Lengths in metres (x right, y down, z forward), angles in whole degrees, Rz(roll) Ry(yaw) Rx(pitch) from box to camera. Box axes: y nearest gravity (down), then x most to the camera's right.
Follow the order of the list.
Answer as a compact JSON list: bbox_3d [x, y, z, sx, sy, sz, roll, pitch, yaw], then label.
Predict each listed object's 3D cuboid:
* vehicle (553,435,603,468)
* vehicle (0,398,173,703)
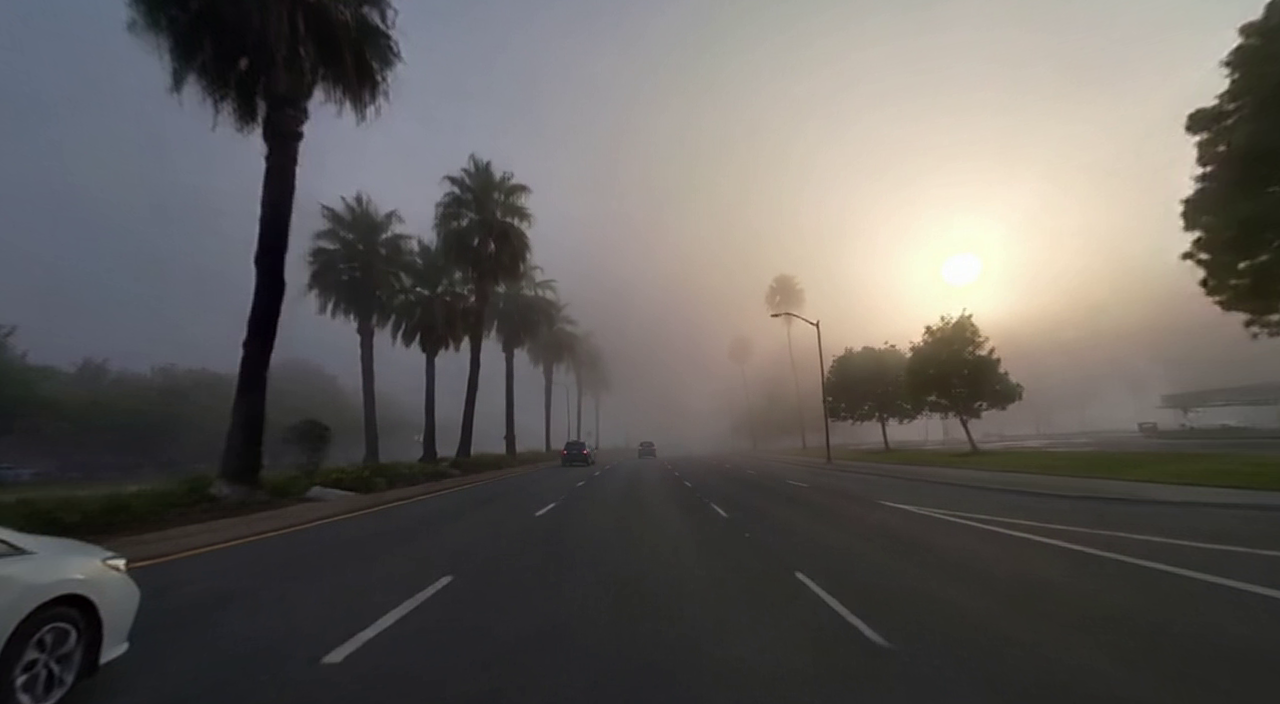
[{"bbox_3d":[-3.535,5.782,36.737,2.188,1.819,4.667,0,-8,3],"label":"vehicle"},{"bbox_3d":[-3.454,0.688,0.784,2.036,1.478,4.771,0,-8,0],"label":"vehicle"}]
